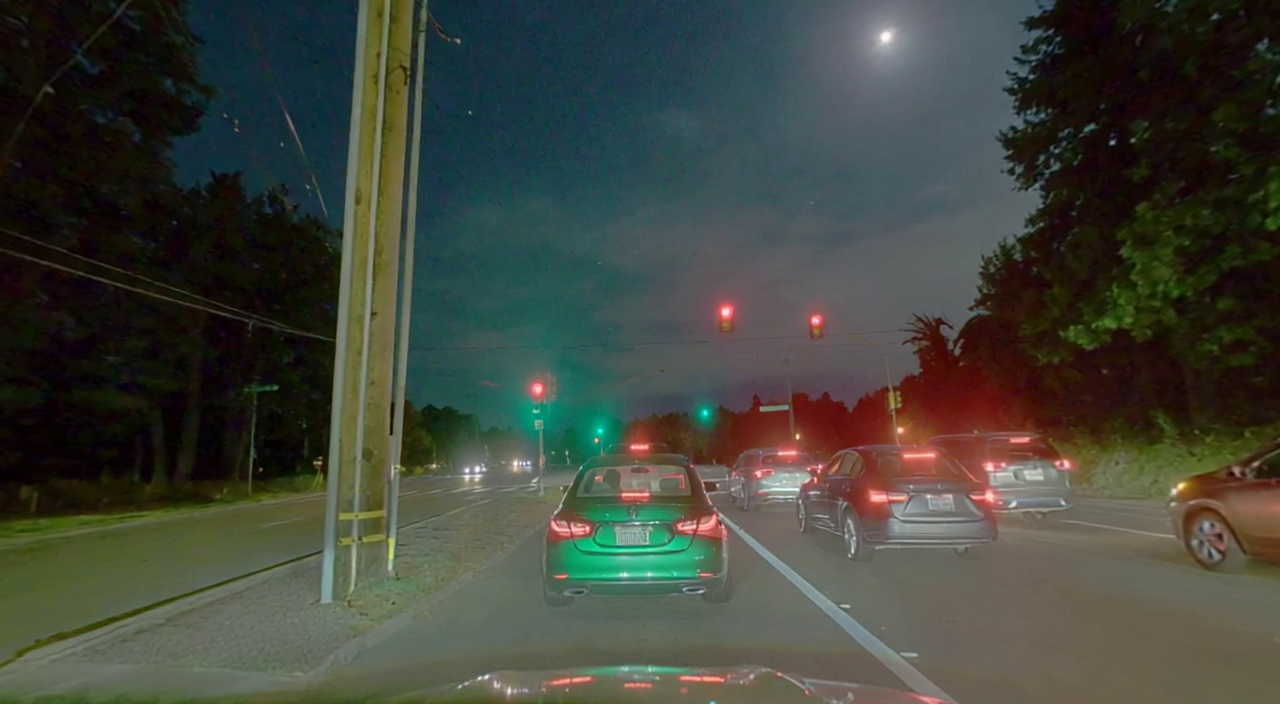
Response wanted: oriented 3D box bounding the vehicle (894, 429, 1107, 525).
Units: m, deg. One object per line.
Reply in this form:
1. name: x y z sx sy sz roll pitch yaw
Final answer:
1. vehicle: 7.019 2.467 12.903 1.923 1.611 4.094 0 -9 0

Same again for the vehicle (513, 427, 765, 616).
1. vehicle: 0.012 1.679 7.096 2.015 1.502 3.898 0 -9 1

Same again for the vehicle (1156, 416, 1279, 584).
1. vehicle: 6.936 1.337 5.573 1.783 1.572 3.421 0 -9 1

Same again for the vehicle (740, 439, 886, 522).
1. vehicle: 3.536 2.718 13.823 1.934 1.494 4.446 0 -9 0
